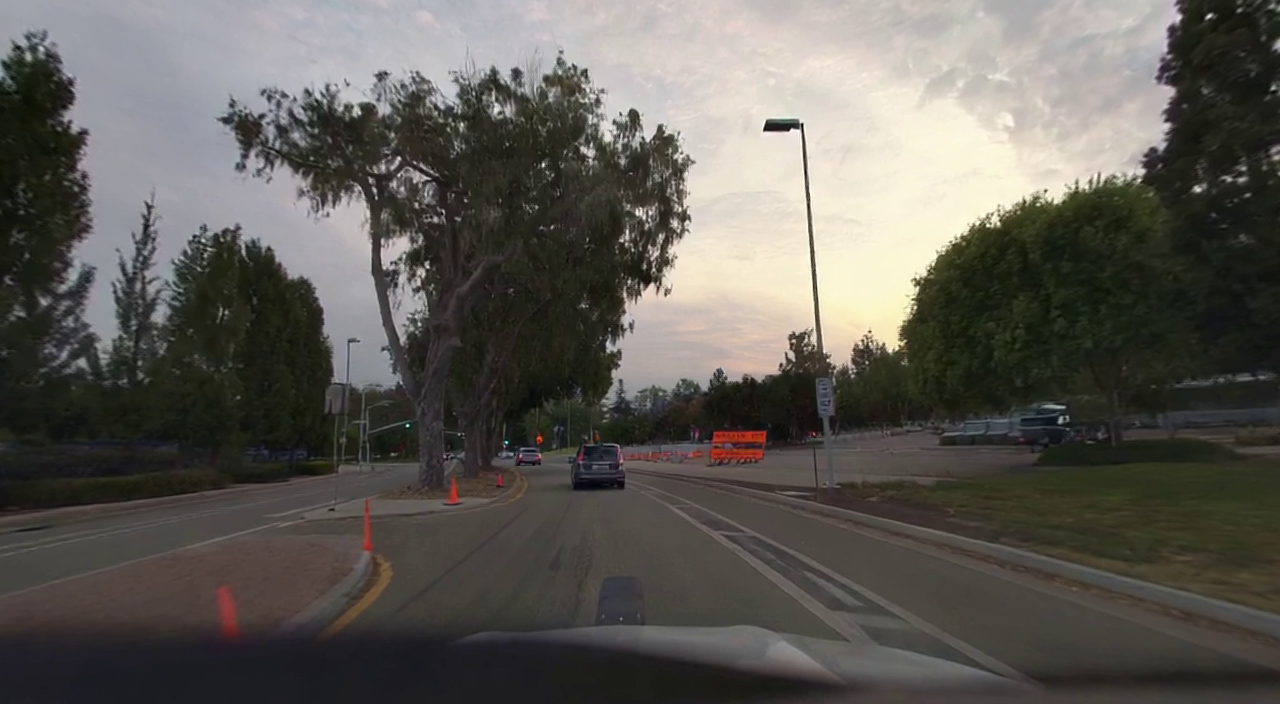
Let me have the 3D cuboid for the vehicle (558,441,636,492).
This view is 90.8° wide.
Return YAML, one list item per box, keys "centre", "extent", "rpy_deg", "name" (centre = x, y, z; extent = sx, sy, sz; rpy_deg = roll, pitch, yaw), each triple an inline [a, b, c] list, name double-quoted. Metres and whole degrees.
- centre: [-1.582, 3.824, 21.509]
  extent: [2.266, 1.508, 4.430]
  rpy_deg: [1, -9, -9]
  name: "vehicle"
